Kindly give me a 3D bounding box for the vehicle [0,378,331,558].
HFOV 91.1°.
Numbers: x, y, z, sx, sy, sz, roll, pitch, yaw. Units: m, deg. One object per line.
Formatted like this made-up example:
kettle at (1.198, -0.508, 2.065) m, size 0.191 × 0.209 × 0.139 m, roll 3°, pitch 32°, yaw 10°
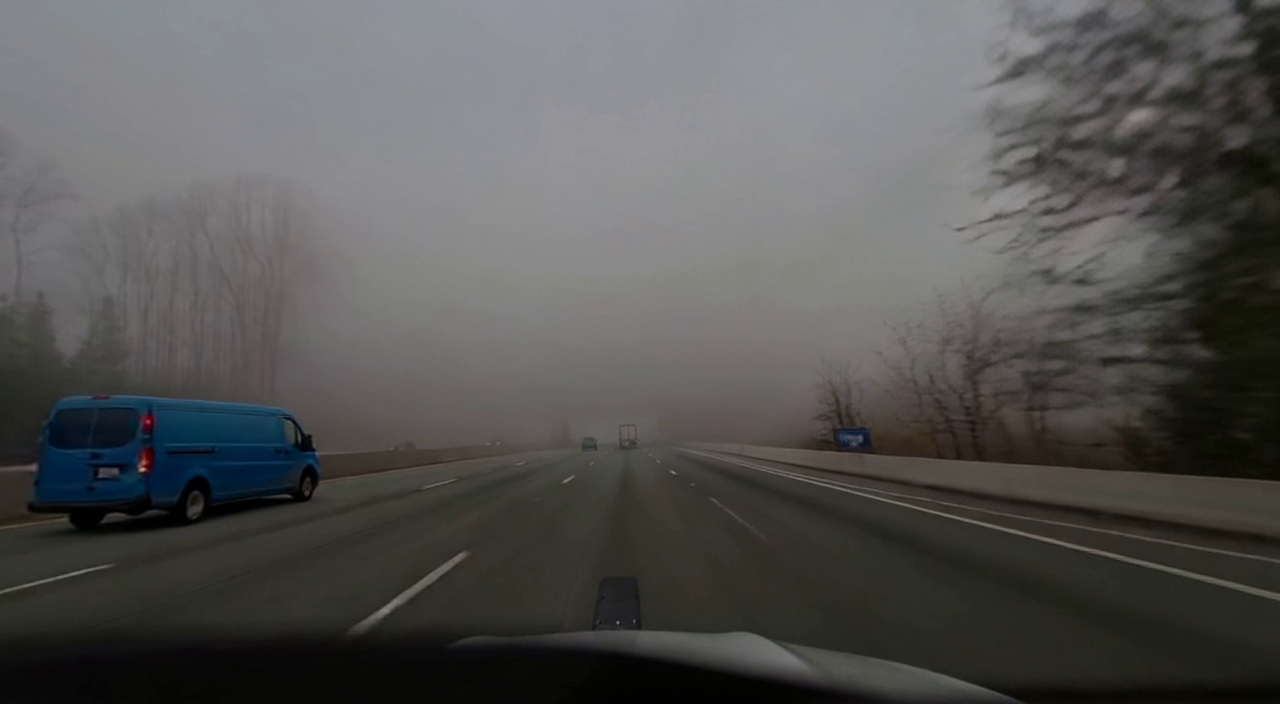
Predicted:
vehicle at (-7.163, 1.640, 9.707) m, size 2.150 × 1.996 × 5.341 m, roll 0°, pitch -8°, yaw -2°
